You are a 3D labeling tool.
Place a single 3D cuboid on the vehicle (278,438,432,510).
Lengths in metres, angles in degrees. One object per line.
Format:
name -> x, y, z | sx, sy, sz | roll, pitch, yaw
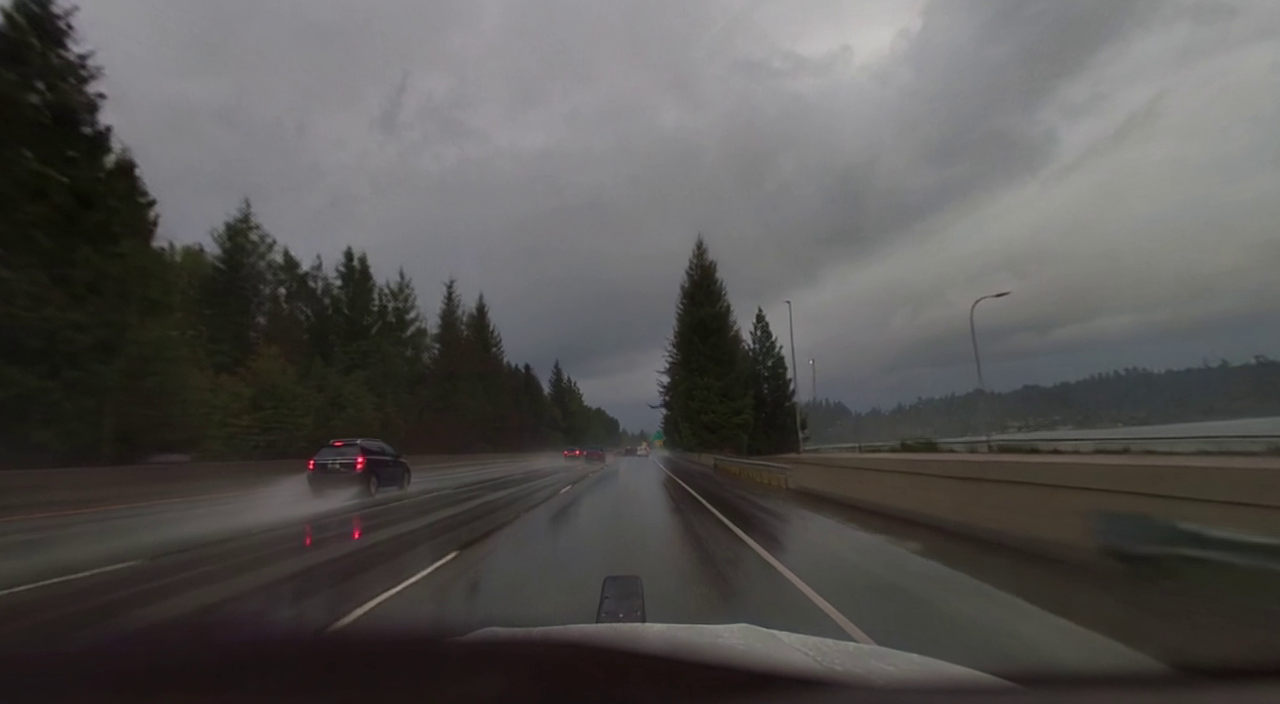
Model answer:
vehicle -> -7.186, 3.094, 16.449 | 2.007, 1.616, 4.141 | 0, -9, 1
